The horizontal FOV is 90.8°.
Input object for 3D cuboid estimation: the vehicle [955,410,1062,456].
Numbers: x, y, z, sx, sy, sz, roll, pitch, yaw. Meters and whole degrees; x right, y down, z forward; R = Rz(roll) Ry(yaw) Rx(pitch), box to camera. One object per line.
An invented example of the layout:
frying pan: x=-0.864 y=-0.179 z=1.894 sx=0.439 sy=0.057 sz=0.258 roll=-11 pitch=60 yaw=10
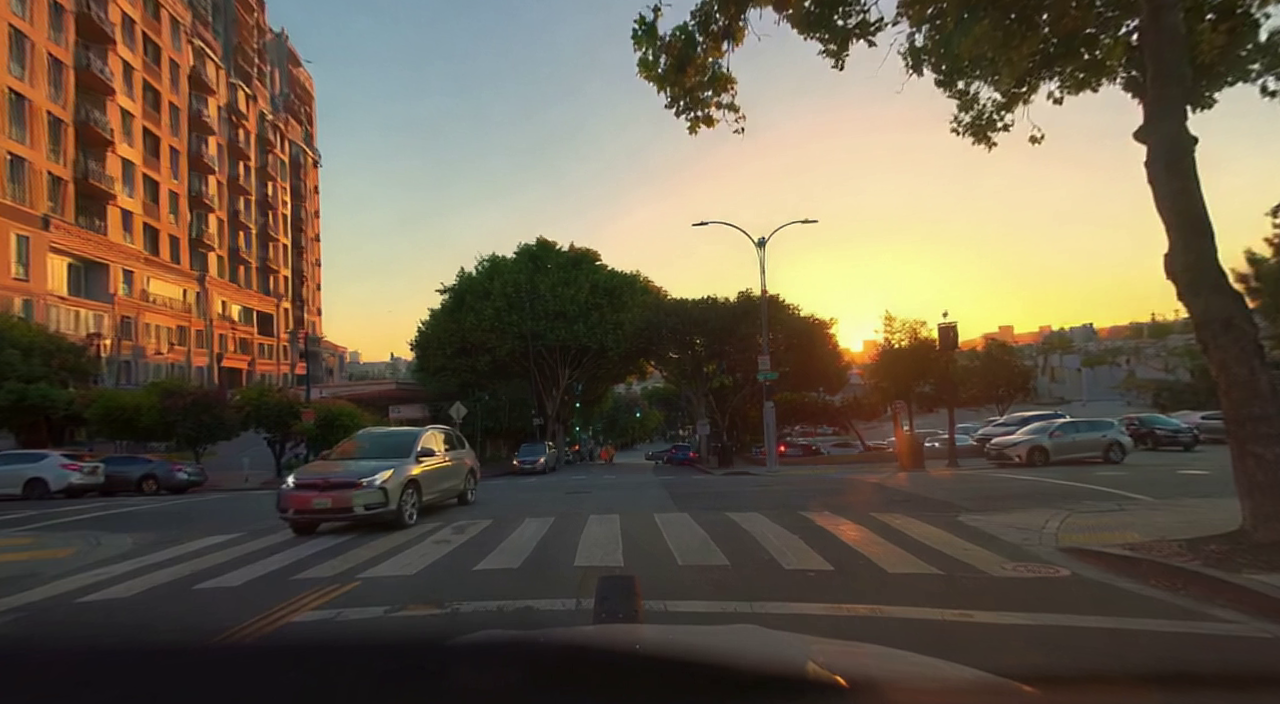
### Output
vehicle: x=16.817 y=3.778 z=29.156 sx=2.041 sy=1.921 sz=4.574 roll=0 pitch=-9 yaw=-2

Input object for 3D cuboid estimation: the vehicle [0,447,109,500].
vehicle: x=-22.351 y=4.371 z=22.701 sx=4.591 sy=1.774 sz=2.018 roll=0 pitch=-12 yaw=1

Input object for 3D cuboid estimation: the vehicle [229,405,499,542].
vehicle: x=-4.760 y=2.220 z=12.317 sx=2.395 sy=1.865 sz=5.982 roll=-4 pitch=-8 yaw=2

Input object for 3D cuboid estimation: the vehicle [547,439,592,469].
vehicle: x=-4.360 y=6.380 z=39.793 sx=2.102 sy=1.768 sz=4.290 roll=-1 pitch=-8 yaw=3

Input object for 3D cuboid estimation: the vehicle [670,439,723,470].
vehicle: x=3.246 y=5.736 z=35.542 sx=1.942 sy=1.603 sz=3.785 roll=-4 pitch=-9 yaw=22

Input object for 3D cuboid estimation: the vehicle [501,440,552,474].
vehicle: x=-7.512 y=7.034 z=42.498 sx=2.193 sy=1.814 sz=5.061 roll=-9 pitch=-9 yaw=0

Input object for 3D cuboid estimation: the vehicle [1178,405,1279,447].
vehicle: x=27.892 y=3.470 z=29.050 sx=1.894 sy=1.757 sz=4.692 roll=0 pitch=-9 yaw=-3

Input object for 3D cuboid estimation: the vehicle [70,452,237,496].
vehicle: x=-17.263 y=4.317 z=22.581 sx=4.439 sy=1.448 sz=1.793 roll=0 pitch=-9 yaw=0

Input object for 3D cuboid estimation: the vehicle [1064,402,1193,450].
vehicle: x=22.380 y=3.530 z=29.296 sx=2.137 sy=1.962 sz=4.988 roll=-1 pitch=-9 yaw=3
